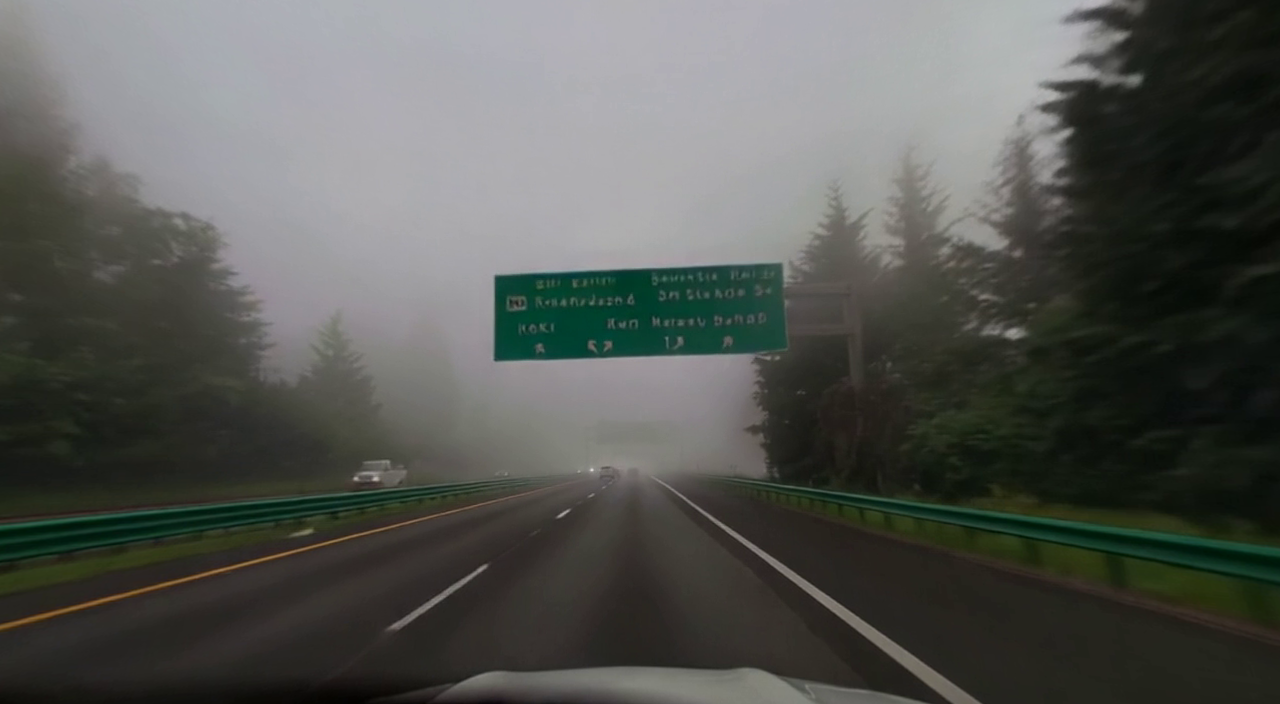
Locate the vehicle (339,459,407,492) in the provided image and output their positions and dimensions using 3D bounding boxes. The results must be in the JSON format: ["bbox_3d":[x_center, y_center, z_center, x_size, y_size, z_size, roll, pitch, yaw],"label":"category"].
[{"bbox_3d":[-16.519,7.662,39.238,2.055,1.872,4.733,1,-10,0],"label":"vehicle"}]
